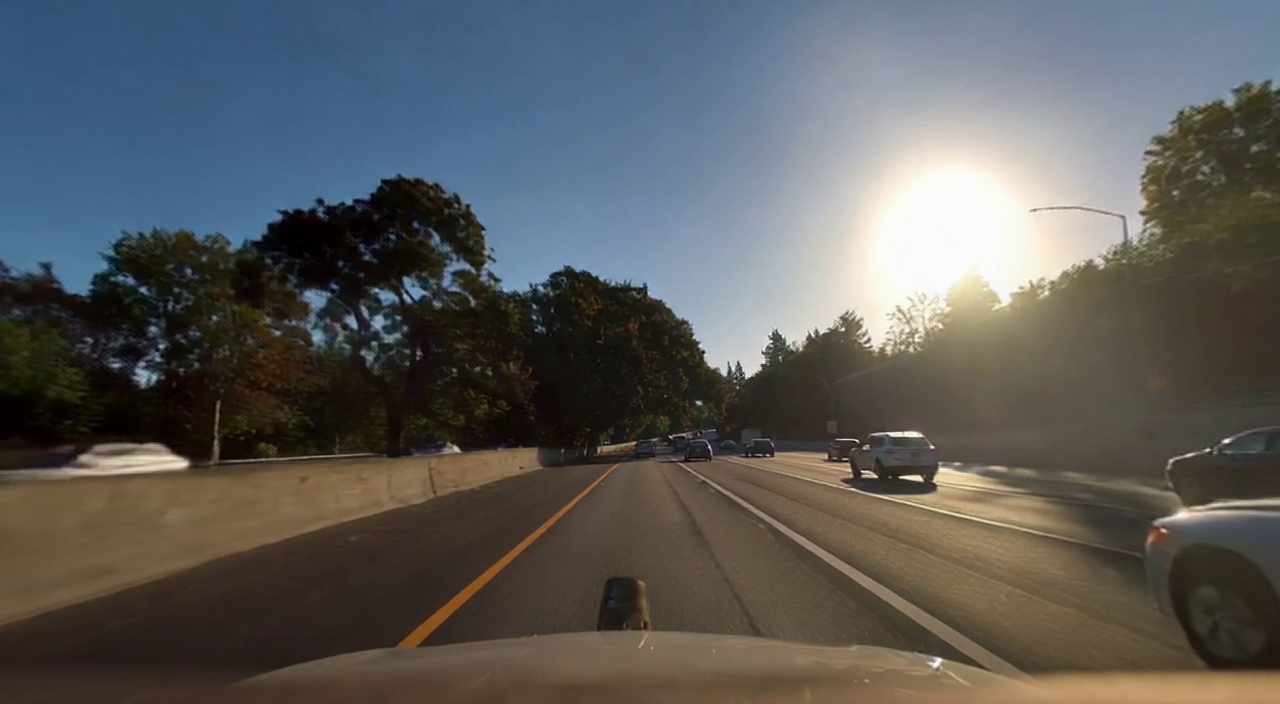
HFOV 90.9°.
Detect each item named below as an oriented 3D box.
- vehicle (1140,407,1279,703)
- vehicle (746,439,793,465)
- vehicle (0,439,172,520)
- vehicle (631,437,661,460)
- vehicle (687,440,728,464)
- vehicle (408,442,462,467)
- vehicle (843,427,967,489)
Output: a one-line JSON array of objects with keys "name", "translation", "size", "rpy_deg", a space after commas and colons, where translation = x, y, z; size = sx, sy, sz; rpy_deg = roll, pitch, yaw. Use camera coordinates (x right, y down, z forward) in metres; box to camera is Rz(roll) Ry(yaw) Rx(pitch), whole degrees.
[{"name": "vehicle", "translation": [4.153, 0.750, 1.229], "size": [2.223, 1.483, 5.075], "rpy_deg": [0, -8, 0]}, {"name": "vehicle", "translation": [7.990, 6.210, 39.365], "size": [1.919, 1.476, 4.303], "rpy_deg": [0, -8, -1]}, {"name": "vehicle", "translation": [-13.576, 2.887, 14.877], "size": [1.847, 1.610, 4.188], "rpy_deg": [0, -8, 0]}, {"name": "vehicle", "translation": [0.470, 7.120, 46.609], "size": [2.124, 1.639, 4.122], "rpy_deg": [0, -8, 1]}, {"name": "vehicle", "translation": [4.329, 6.496, 41.125], "size": [2.118, 1.438, 4.312], "rpy_deg": [0, -8, -1]}, {"name": "vehicle", "translation": [-13.789, 6.909, 42.704], "size": [2.103, 1.542, 4.434], "rpy_deg": [0, -8, 0]}, {"name": "vehicle", "translation": [8.101, 3.282, 19.800], "size": [1.986, 1.703, 4.226], "rpy_deg": [0, -8, -1]}]
